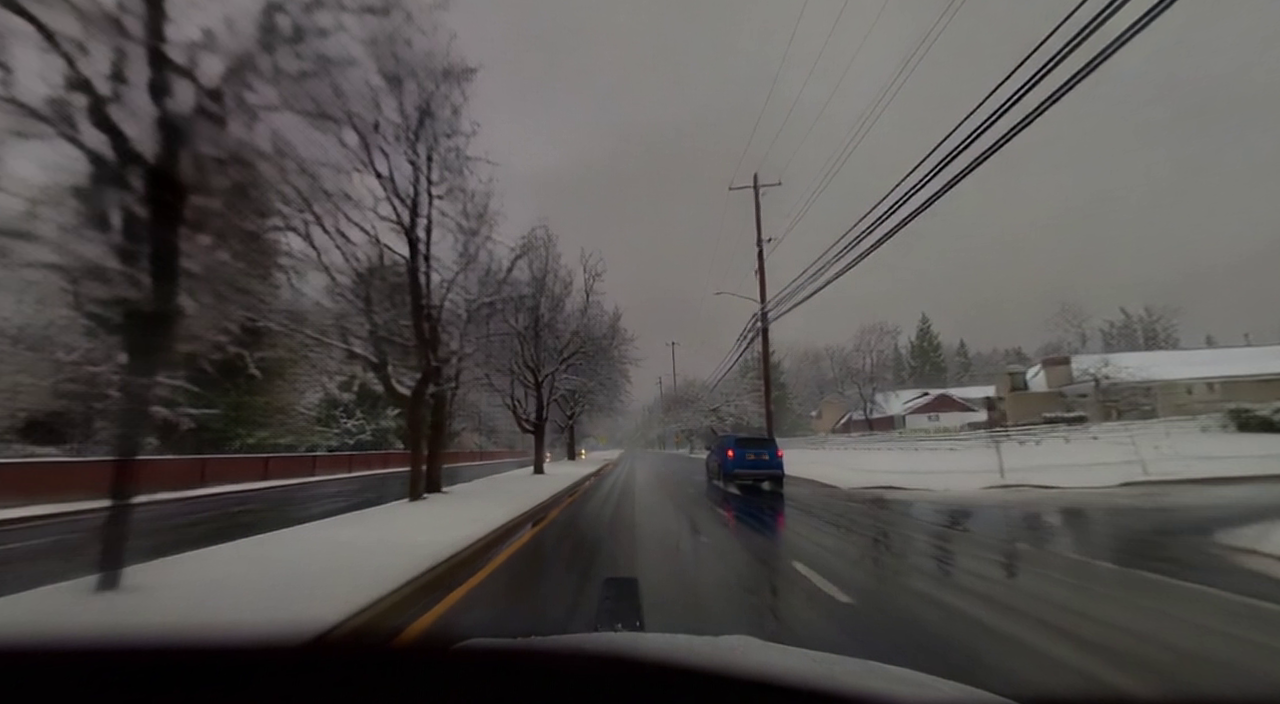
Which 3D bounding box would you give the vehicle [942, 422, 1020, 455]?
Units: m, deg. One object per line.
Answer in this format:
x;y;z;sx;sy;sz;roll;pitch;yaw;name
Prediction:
16.145;4.155;30.159;1.674;1.455;3.769;-1;-9;2;vehicle

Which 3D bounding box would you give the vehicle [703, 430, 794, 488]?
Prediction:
3.632;3.707;22.156;2.193;1.777;4.772;0;-9;-2;vehicle
